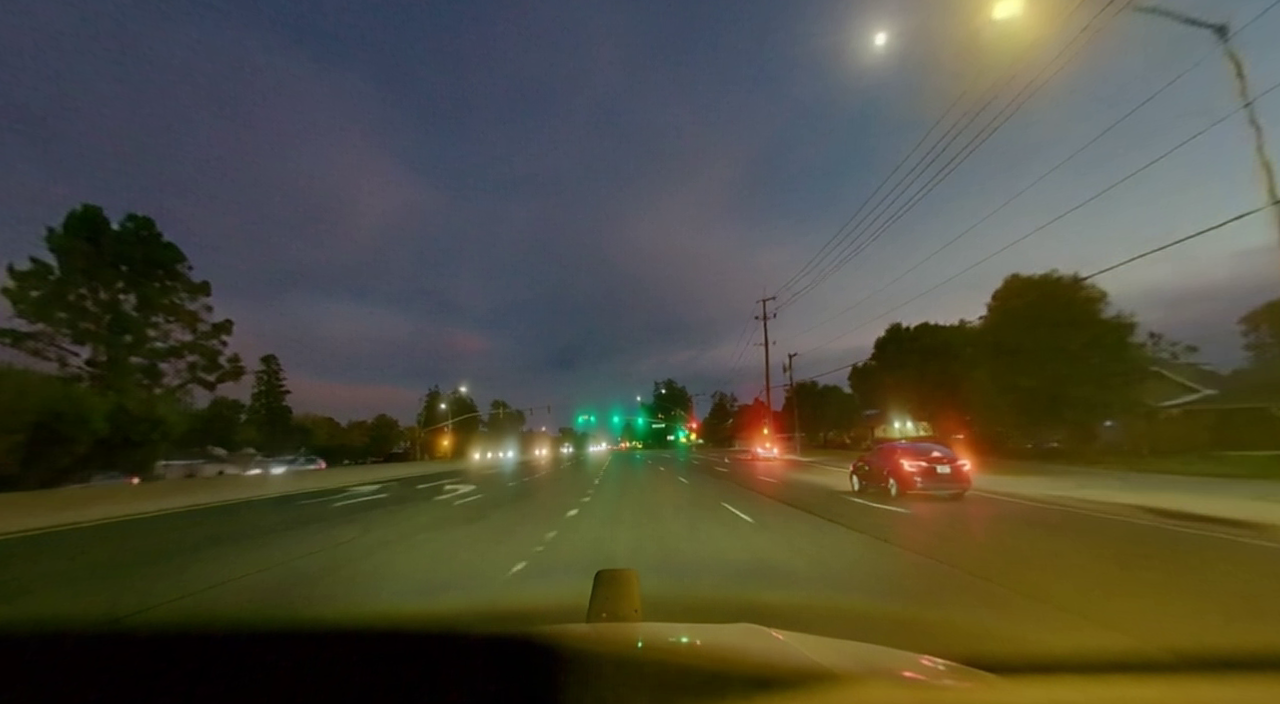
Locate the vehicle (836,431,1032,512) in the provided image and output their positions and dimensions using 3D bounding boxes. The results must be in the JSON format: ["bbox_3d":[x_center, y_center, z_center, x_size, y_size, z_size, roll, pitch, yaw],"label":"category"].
[{"bbox_3d":[6.380,2.644,14.497,2.113,1.520,4.650,0,-8,-2],"label":"vehicle"}]

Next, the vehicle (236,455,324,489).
[{"bbox_3d":[-17.402,5.768,30.782,1.886,1.446,4.265,0,-8,-2],"label":"vehicle"}]

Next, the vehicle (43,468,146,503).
[{"bbox_3d":[-27.988,6.823,32.637,1.781,1.475,4.335,1,-9,-6],"label":"vehicle"}]

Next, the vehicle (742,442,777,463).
[{"bbox_3d":[9.367,7.876,49.769,1.979,1.581,4.271,0,-8,1],"label":"vehicle"}]
